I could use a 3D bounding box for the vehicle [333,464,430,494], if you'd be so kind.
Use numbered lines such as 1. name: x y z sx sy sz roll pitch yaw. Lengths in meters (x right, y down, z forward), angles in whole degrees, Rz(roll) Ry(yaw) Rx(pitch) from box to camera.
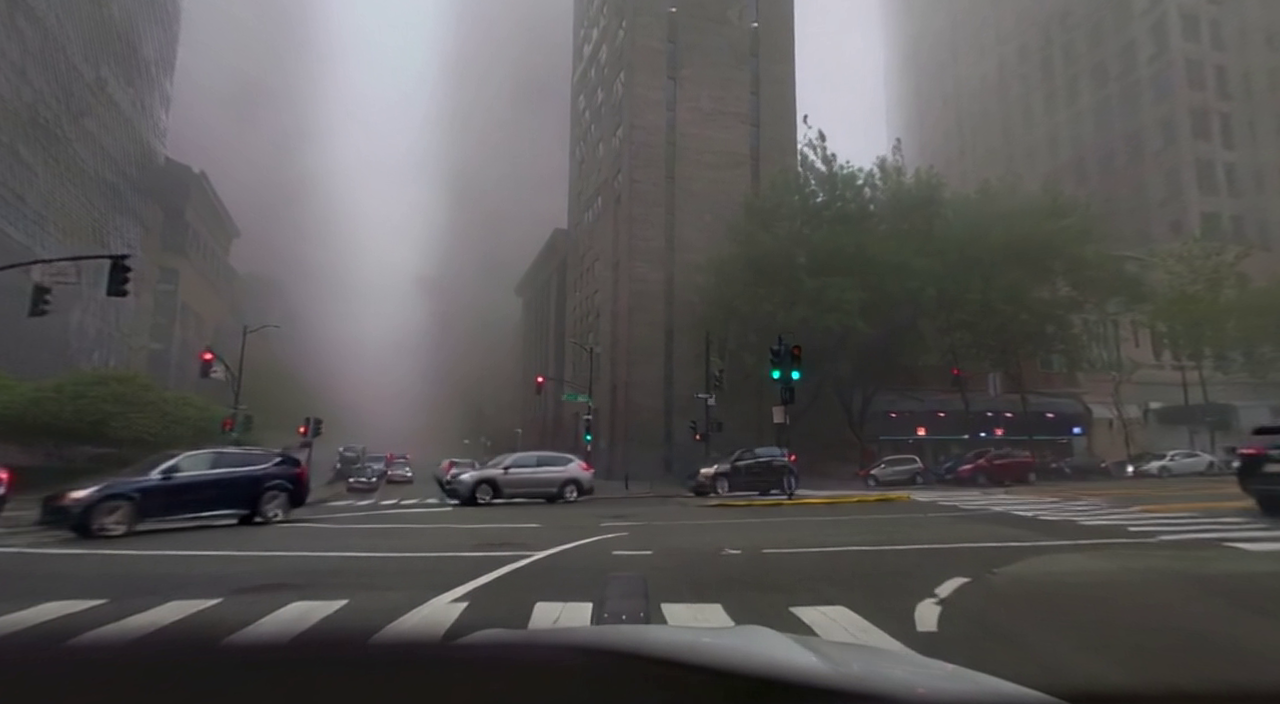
1. vehicle: -15.748 7.748 38.628 5.041 1.636 1.983 0 -9 -3

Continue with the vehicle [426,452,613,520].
1. vehicle: -2.942 3.321 16.147 4.371 1.439 1.818 8 -12 -43

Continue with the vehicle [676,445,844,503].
1. vehicle: 3.619 3.735 19.588 4.749 1.624 1.926 1 -9 -6

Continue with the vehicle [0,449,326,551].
1. vehicle: -8.786 2.645 12.181 1.891 1.502 4.766 -3 -9 21

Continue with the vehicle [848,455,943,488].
1. vehicle: 12.997 6.082 32.199 4.035 1.586 1.738 0 -9 -2

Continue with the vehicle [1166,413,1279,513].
1. vehicle: 13.736 2.113 12.251 5.072 1.746 2.328 0 -8 -5

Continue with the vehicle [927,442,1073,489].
1. vehicle: 13.290 4.188 23.464 4.291 1.606 1.859 0 -9 -2
